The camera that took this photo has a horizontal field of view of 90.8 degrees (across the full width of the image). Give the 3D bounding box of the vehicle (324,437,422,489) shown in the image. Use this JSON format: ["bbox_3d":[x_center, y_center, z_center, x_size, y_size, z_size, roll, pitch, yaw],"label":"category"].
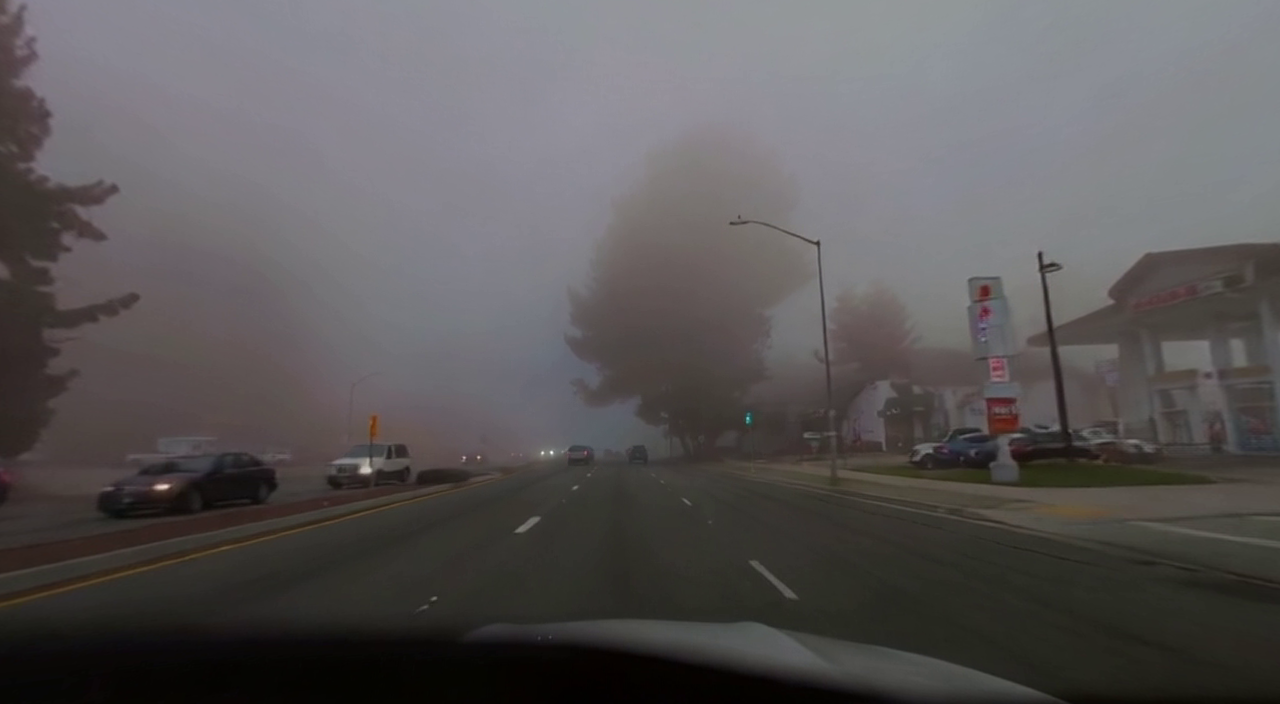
[{"bbox_3d":[-11.440,4.779,27.545,2.229,1.957,5.057,-1,-9,-2],"label":"vehicle"}]

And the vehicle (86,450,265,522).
[{"bbox_3d":[-11.081,3.168,15.420,1.771,1.508,3.453,0,-9,-2],"label":"vehicle"}]

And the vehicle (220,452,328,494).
[{"bbox_3d":[-15.247,5.029,26.658,2.045,1.519,4.401,-1,-9,-2],"label":"vehicle"}]
